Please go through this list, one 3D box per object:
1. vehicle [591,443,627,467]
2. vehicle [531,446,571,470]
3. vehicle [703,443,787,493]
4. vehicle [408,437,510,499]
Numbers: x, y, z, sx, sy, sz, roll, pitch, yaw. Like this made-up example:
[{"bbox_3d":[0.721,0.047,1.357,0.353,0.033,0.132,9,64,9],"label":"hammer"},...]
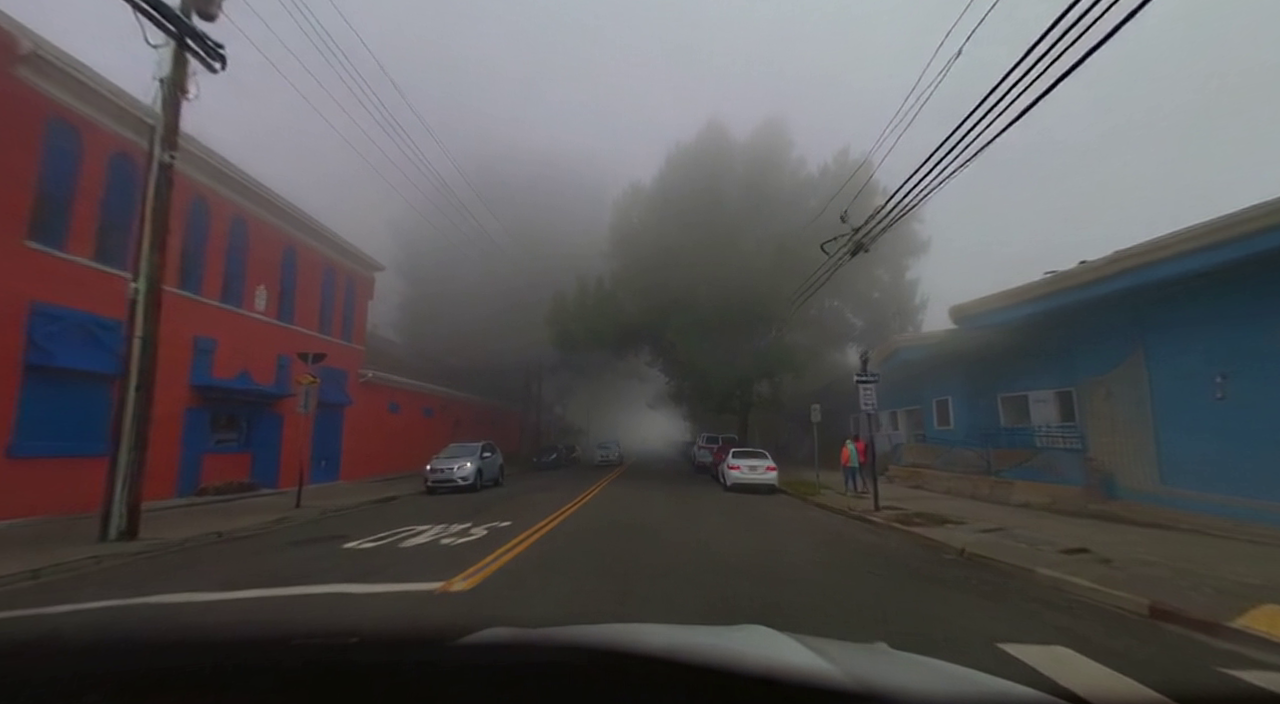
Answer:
[{"bbox_3d":[-2.060,6.940,42.904,2.036,1.515,4.437,0,-8,2],"label":"vehicle"},{"bbox_3d":[-5.816,6.966,41.666,1.844,1.486,4.474,-1,-8,2],"label":"vehicle"},{"bbox_3d":[3.324,3.774,21.002,1.966,1.471,4.552,0,-8,-1],"label":"vehicle"},{"bbox_3d":[-6.126,3.915,21.963,2.140,1.746,4.385,-4,-8,1],"label":"vehicle"}]
